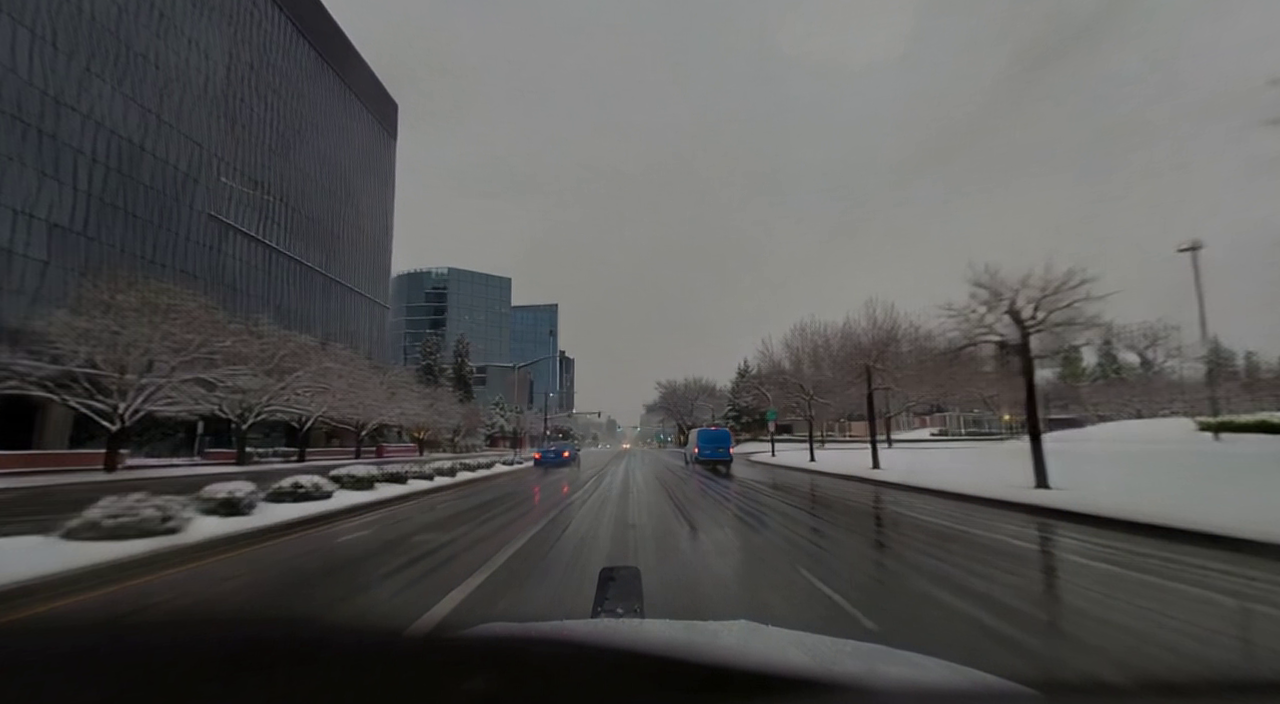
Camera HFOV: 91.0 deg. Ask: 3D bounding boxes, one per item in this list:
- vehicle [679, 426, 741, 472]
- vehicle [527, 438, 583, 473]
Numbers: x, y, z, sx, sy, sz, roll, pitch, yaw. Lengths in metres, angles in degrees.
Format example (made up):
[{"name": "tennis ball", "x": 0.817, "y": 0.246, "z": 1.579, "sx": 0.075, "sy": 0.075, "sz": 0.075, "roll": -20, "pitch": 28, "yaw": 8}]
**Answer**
[{"name": "vehicle", "x": 3.167, "y": 4.530, "z": 29.522, "sx": 2.200, "sy": 1.914, "sz": 5.145, "roll": 0, "pitch": -8, "yaw": -1}, {"name": "vehicle", "x": -3.737, "y": 4.632, "z": 28.442, "sx": 1.864, "sy": 1.464, "sz": 4.195, "roll": 0, "pitch": -8, "yaw": 1}]
